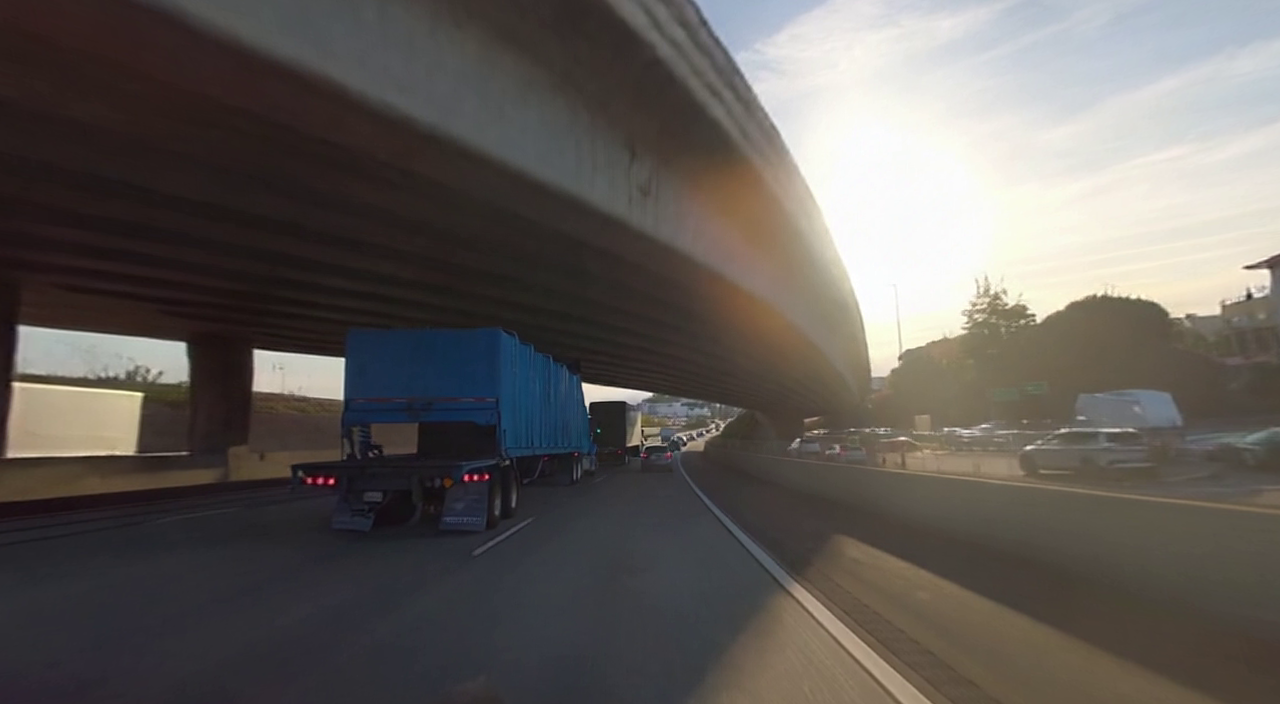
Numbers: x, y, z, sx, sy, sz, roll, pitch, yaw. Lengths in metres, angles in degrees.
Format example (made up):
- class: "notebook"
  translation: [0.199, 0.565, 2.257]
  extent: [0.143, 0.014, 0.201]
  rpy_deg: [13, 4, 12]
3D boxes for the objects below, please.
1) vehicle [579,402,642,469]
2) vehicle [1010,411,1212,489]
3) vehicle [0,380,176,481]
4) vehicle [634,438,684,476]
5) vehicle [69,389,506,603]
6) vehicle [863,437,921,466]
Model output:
- class: "vehicle"
  translation: [-1.746, 5.606, 41.892]
  extent: [3.073, 3.894, 9.782]
  rpy_deg: [-1, -9, 4]
- class: "vehicle"
  translation: [14.392, 3.072, 19.880]
  extent: [2.186, 2.074, 5.586]
  rpy_deg: [-1, -9, 2]
- class: "vehicle"
  translation: [-26.274, 3.190, 25.339]
  extent: [2.898, 3.867, 15.220]
  rpy_deg: [-1, -9, 4]
- class: "vehicle"
  translation: [0.922, 4.886, 29.514]
  extent: [2.178, 1.640, 4.071]
  rpy_deg: [-1, -9, 3]
- class: "vehicle"
  translation: [-3.345, 1.457, 7.105]
  extent: [2.896, 1.779, 3.441]
  rpy_deg: [0, -8, 0]
- class: "vehicle"
  translation: [15.373, 6.089, 38.696]
  extent: [2.022, 1.675, 4.792]
  rpy_deg: [-1, -9, 5]
